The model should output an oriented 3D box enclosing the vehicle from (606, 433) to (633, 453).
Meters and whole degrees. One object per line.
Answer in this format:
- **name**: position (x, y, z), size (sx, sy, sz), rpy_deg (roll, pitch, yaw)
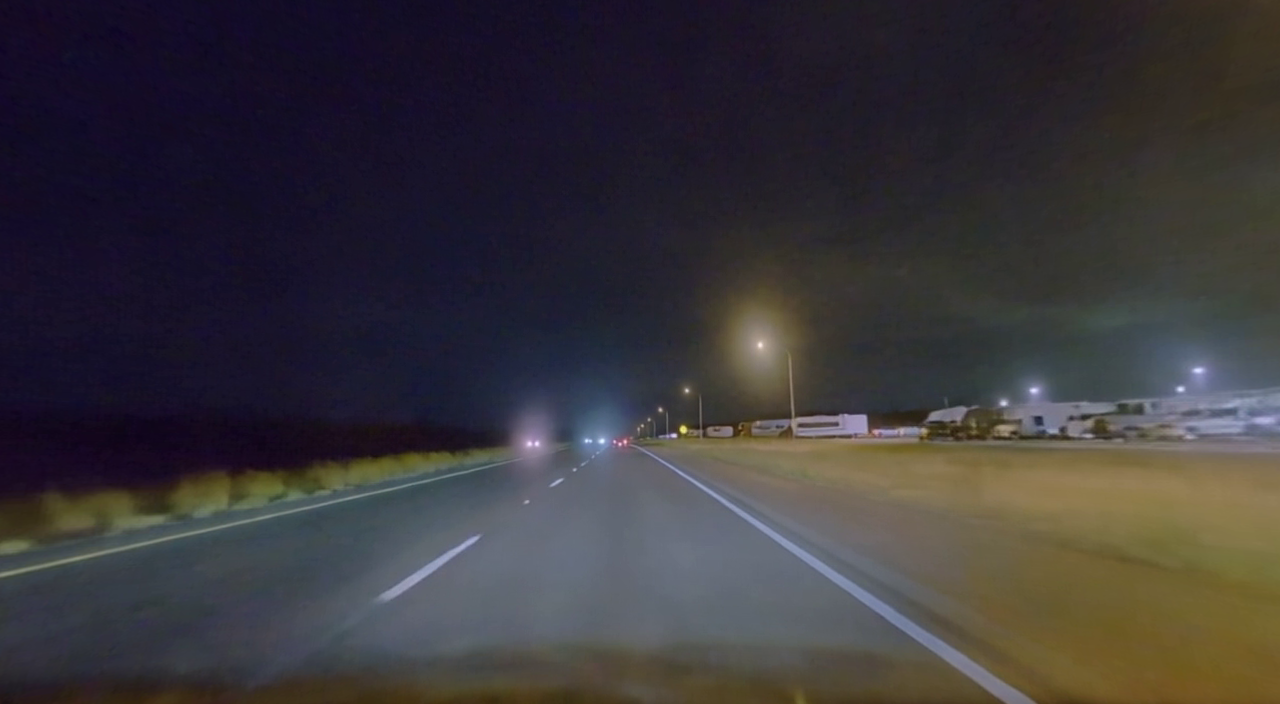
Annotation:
- **vehicle**: position (-1.641, 7.141, 49.433), size (2.037, 1.504, 4.248), rpy_deg (0, -8, -2)
